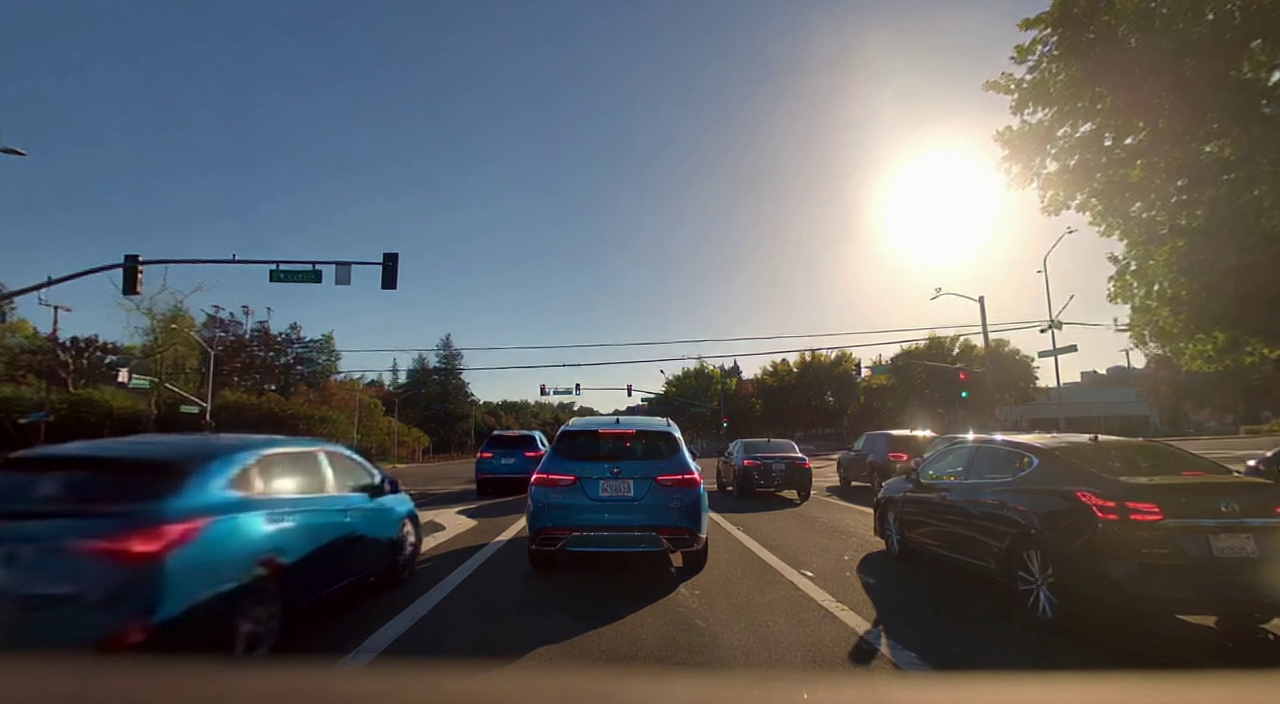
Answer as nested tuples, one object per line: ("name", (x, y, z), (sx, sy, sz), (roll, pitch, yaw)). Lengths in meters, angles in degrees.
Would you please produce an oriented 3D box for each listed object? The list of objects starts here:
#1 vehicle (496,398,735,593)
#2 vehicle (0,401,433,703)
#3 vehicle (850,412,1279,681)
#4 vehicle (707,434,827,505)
("vehicle", (-0.273, 1.557, 7.616), (2.101, 1.707, 3.904), (0, -8, -2))
("vehicle", (-3.168, 1.241, 4.363), (2.077, 1.493, 4.281), (0, -9, -1))
("vehicle", (3.618, 1.394, 5.696), (1.861, 1.478, 4.185), (0, -8, -2))
("vehicle", (2.974, 2.855, 15.769), (1.950, 1.506, 4.086), (0, -8, -3))
